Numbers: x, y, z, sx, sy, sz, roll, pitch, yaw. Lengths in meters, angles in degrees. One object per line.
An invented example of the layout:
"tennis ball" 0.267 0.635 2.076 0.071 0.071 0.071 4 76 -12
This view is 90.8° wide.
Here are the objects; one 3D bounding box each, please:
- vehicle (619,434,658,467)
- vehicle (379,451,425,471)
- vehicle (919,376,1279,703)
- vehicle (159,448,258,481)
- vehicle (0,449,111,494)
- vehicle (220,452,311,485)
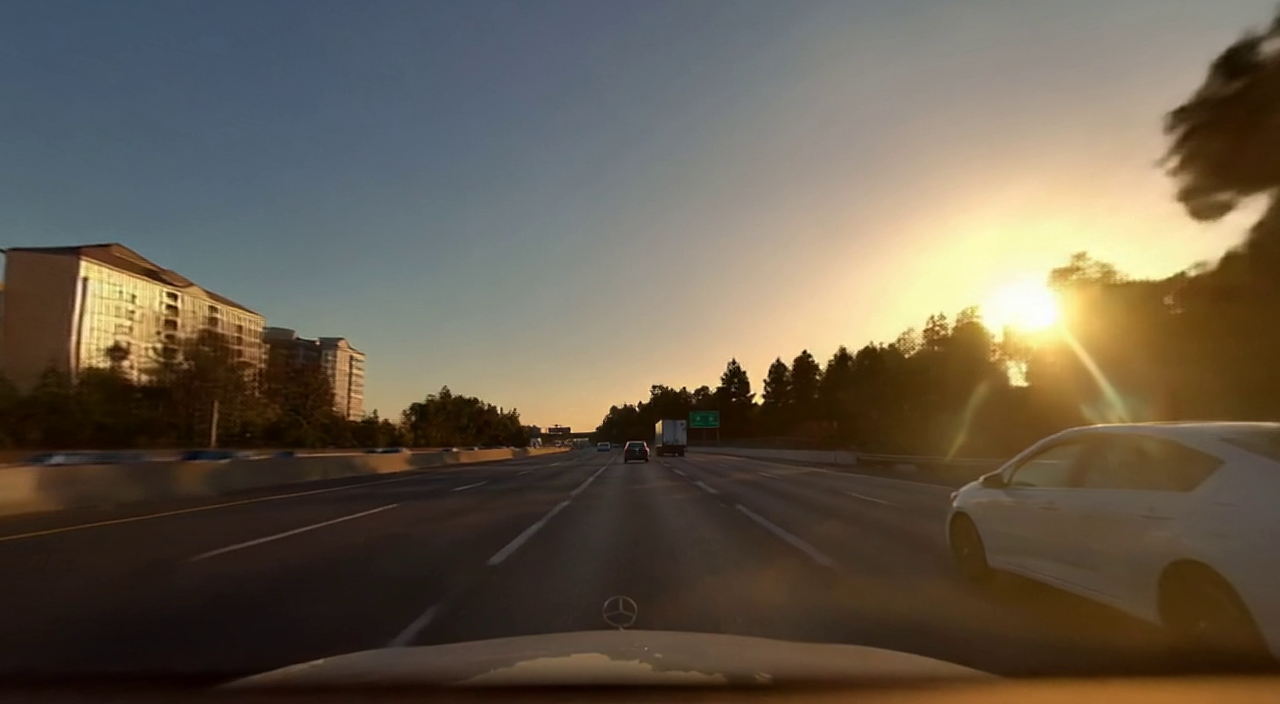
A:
"vehicle" -0.121 6.134 39.295 2.297 1.912 4.355 0 -8 -1
"vehicle" -18.252 8.349 48.600 1.845 1.436 4.446 0 -8 -1
"vehicle" 3.793 1.103 4.084 1.950 1.596 4.326 0 -8 0
"vehicle" -21.690 5.659 32.000 1.855 1.501 4.508 0 -8 -1
"vehicle" -24.797 4.822 25.931 1.970 1.642 4.831 0 -8 0
"vehicle" -18.000 5.572 30.623 1.807 1.421 4.310 0 -8 0
